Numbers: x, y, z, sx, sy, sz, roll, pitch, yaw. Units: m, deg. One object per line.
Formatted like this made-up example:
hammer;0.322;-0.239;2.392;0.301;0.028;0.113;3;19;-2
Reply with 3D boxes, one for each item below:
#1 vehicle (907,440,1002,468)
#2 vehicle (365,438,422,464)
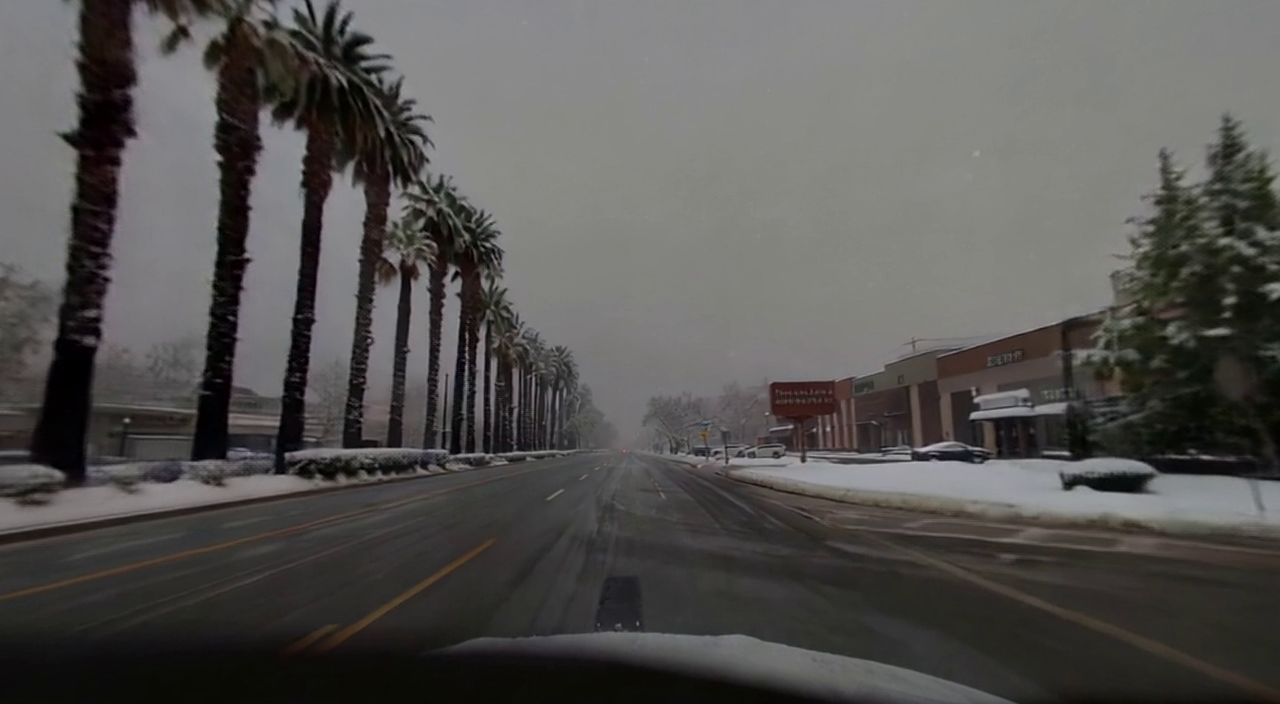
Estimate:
vehicle;19.064;6.196;38.447;4.552;1.649;2.187;0;-9;-4
vehicle;-16.850;6.825;43.467;2.013;1.658;4.697;0;-9;-1
